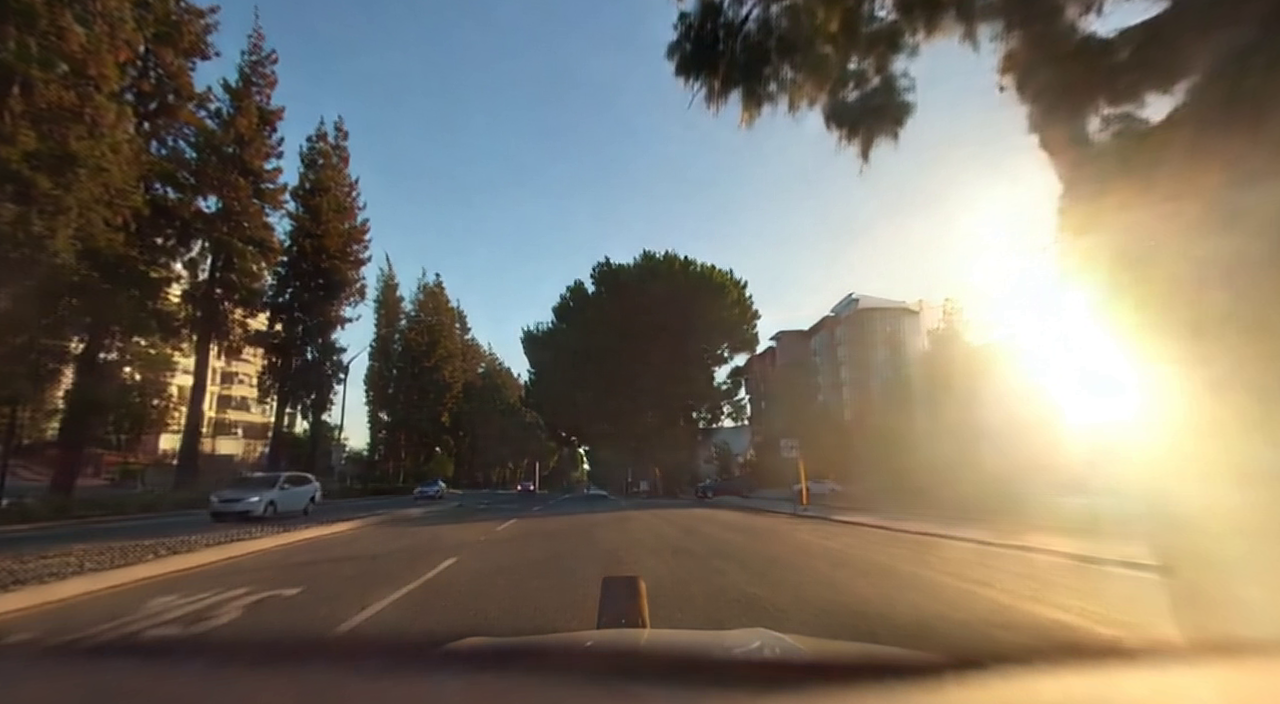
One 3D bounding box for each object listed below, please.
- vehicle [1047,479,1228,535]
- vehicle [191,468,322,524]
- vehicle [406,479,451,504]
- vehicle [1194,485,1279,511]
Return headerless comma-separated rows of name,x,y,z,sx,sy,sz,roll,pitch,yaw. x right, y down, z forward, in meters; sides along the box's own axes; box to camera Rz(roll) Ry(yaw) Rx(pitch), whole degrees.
vehicle,15.603,4.919,19.867,4.030,1.483,1.859,-2,-15,-3
vehicle,-13.214,4.948,21.998,2.060,1.618,4.203,1,-9,-3
vehicle,-15.400,10.139,45.913,1.941,1.511,4.348,1,-9,-3
vehicle,43.181,10.502,45.415,1.803,1.498,4.568,1,-9,-3
